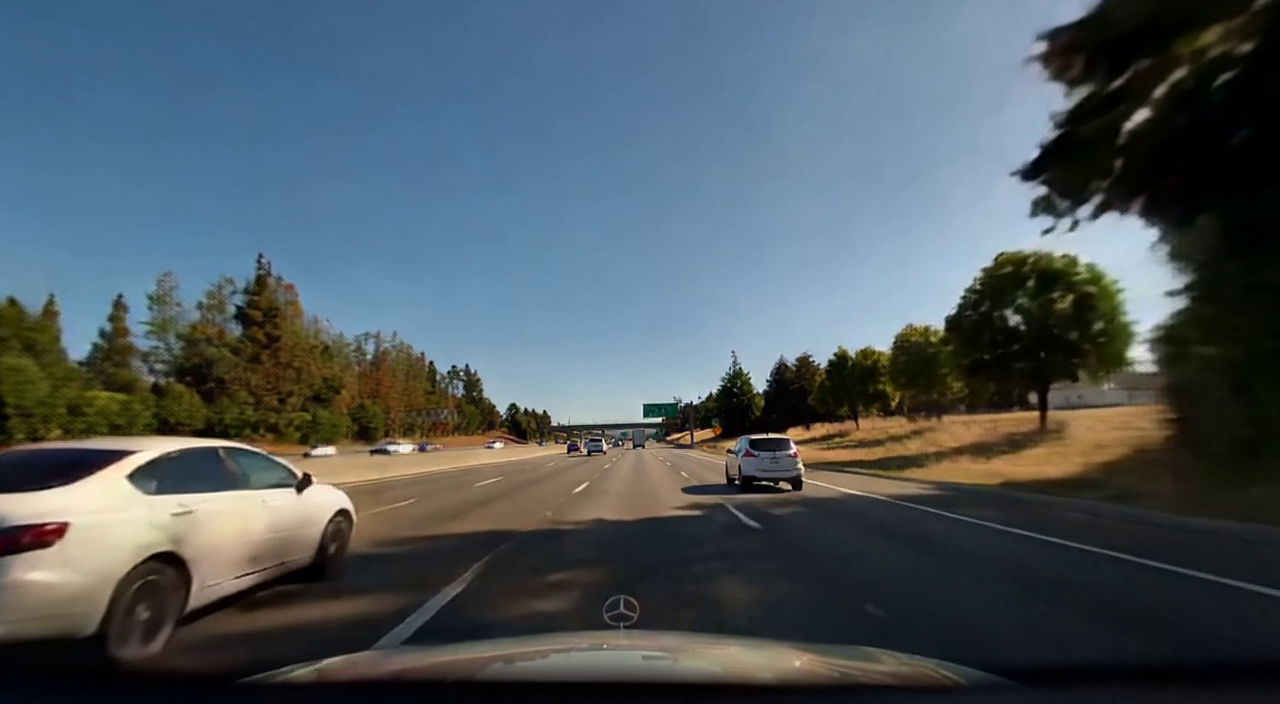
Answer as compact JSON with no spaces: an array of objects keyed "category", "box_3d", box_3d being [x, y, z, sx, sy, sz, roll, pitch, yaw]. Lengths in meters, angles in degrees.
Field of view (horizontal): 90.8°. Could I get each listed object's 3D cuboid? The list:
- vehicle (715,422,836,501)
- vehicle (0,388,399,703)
[{"category":"vehicle","box_3d":[3.216,2.722,15.962,2.053,1.714,4.097,0,-9,-1]},{"category":"vehicle","box_3d":[-3.934,1.280,4.931,2.118,1.573,4.940,0,-9,0]}]
